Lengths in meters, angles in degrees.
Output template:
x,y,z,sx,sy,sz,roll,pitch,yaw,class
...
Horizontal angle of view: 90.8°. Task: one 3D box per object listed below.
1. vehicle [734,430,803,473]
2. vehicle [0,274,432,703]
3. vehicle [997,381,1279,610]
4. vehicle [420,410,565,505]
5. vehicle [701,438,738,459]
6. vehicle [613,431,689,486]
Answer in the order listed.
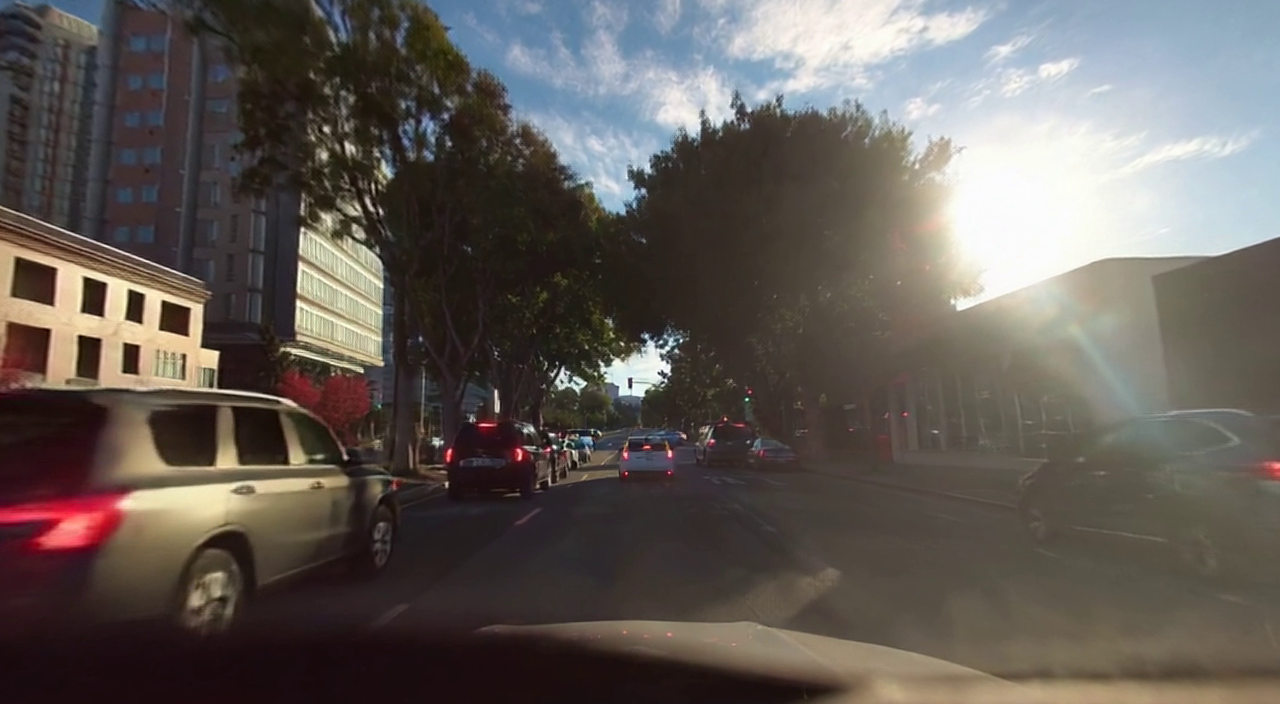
x,y,z,sx,sy,sz,roll,pitch,yaw,class
6.194,4.872,31.063,2.300,1.903,4.579,0,-9,-1,vehicle
-3.459,1.034,4.651,2.223,1.957,4.845,0,-9,0,vehicle
6.486,1.521,7.383,1.997,1.943,4.409,0,-9,0,vehicle
-3.402,2.583,15.779,2.487,1.978,4.628,0,-9,0,vehicle
6.030,7.402,48.462,1.986,1.477,4.510,0,-9,-3,vehicle
0.241,3.401,20.419,2.201,1.589,3.843,0,-9,-2,vehicle
